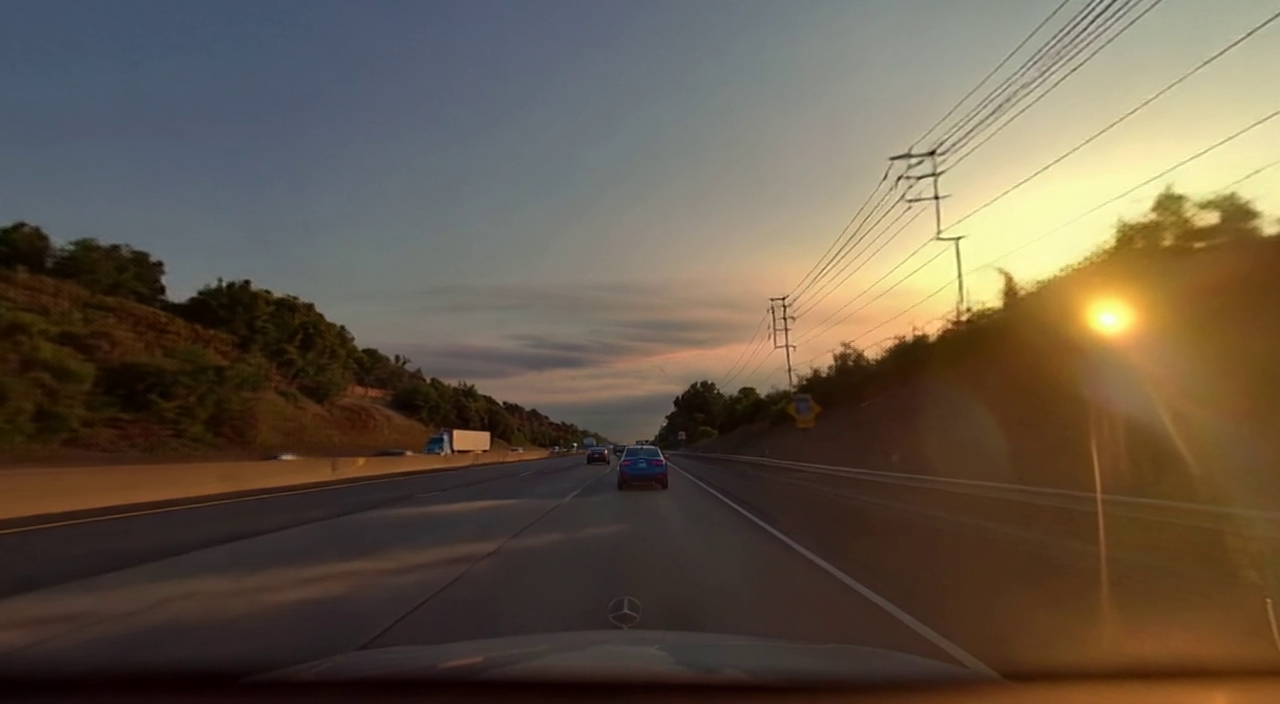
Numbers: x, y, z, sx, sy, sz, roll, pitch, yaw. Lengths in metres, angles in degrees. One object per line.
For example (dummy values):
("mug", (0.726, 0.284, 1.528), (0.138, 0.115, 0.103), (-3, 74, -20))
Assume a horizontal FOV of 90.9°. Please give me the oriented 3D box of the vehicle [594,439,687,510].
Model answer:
("vehicle", (0.003, 2.930, 15.535), (1.966, 1.499, 4.298), (0, -9, 0))
